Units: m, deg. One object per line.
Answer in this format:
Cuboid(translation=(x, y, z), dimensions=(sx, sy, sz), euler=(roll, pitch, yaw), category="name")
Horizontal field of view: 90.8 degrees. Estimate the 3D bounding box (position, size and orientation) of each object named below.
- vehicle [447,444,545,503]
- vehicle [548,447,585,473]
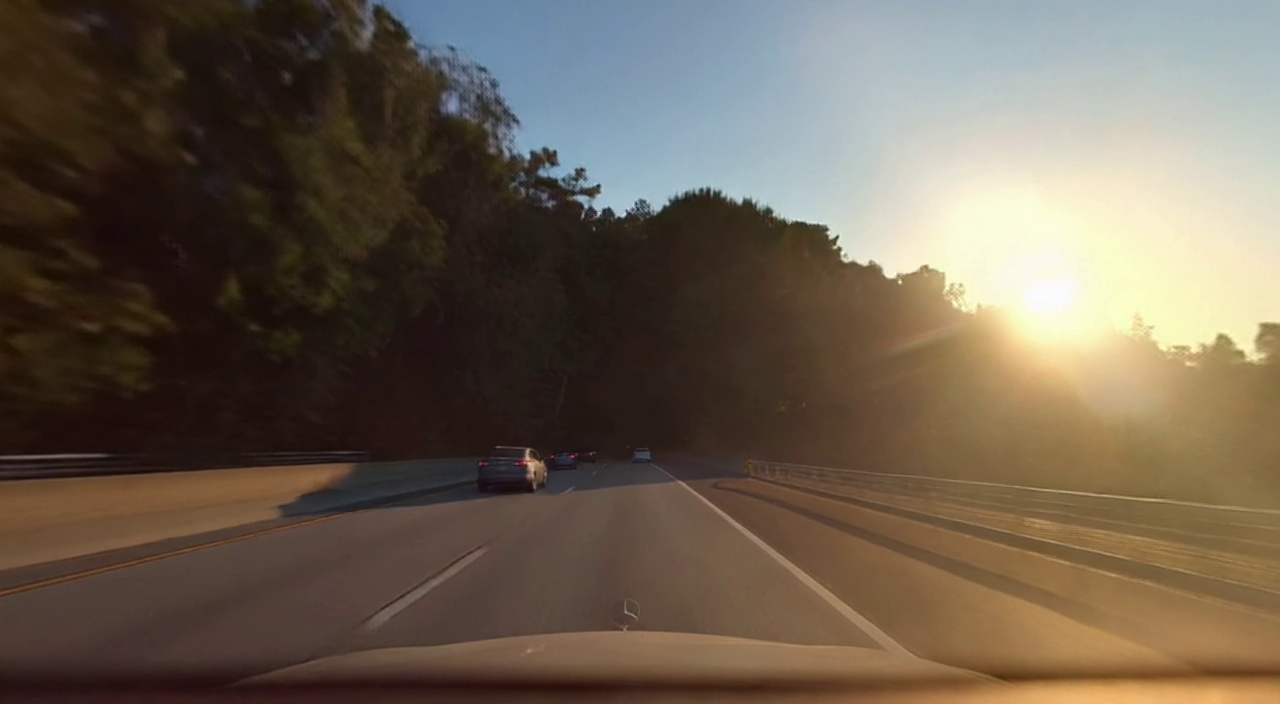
Cuboid(translation=(-3.991, 3.408, 18.154), dimensions=(1.897, 1.481, 3.859), euler=(0, -9, 0), category="vehicle")
Cuboid(translation=(-4.630, 6.812, 40.069), dimensions=(1.838, 1.508, 4.317), euler=(0, -9, 0), category="vehicle")
